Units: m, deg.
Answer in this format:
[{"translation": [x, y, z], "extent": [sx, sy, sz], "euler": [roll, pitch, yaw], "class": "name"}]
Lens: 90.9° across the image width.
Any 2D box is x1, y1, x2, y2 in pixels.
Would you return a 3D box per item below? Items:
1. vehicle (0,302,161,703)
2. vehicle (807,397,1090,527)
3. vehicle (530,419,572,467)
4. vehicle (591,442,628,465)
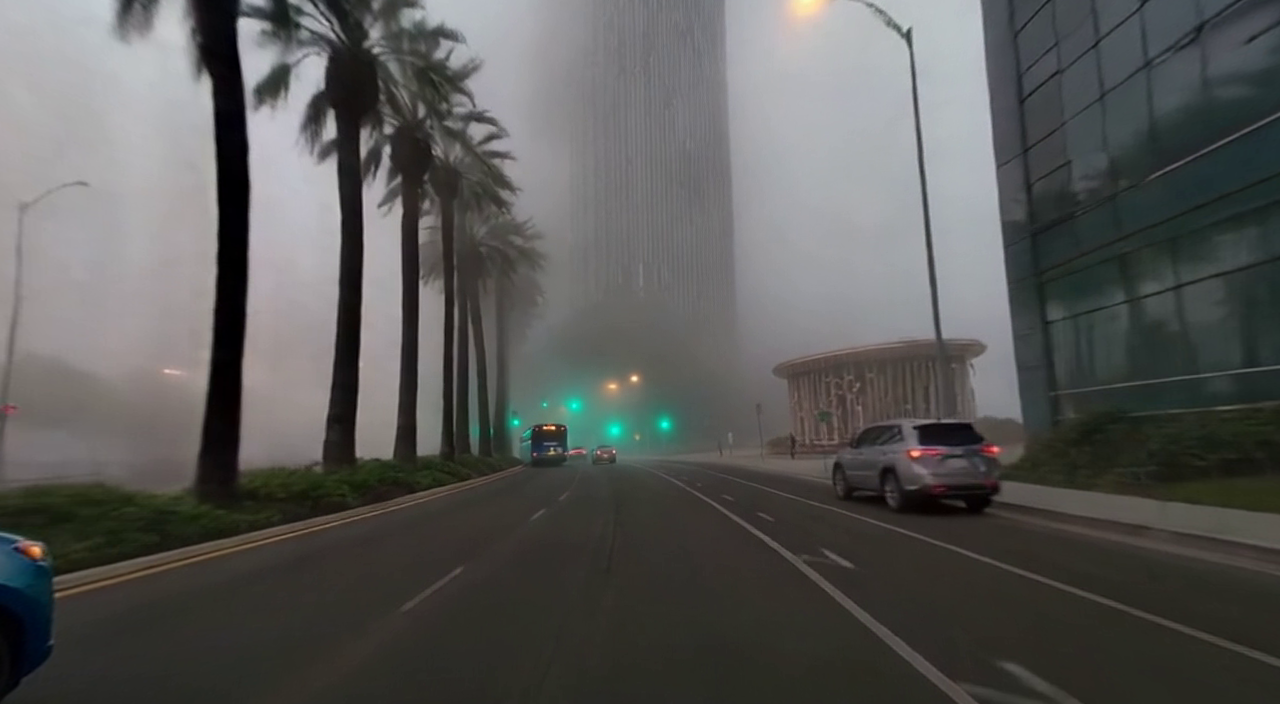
[{"translation": [-3.475, 0.491, 0.659], "extent": [2.120, 1.826, 4.737], "euler": [0, -8, 1], "class": "vehicle"}, {"translation": [5.177, 1.970, 11.816], "extent": [2.212, 1.854, 5.419], "euler": [0, -8, -4], "class": "vehicle"}, {"translation": [-6.300, 6.526, 45.164], "extent": [2.678, 3.042, 8.474], "euler": [1, -8, -7], "class": "vehicle"}, {"translation": [-2.097, 6.779, 42.299], "extent": [2.107, 1.481, 4.097], "euler": [1, -8, -8], "class": "vehicle"}]
